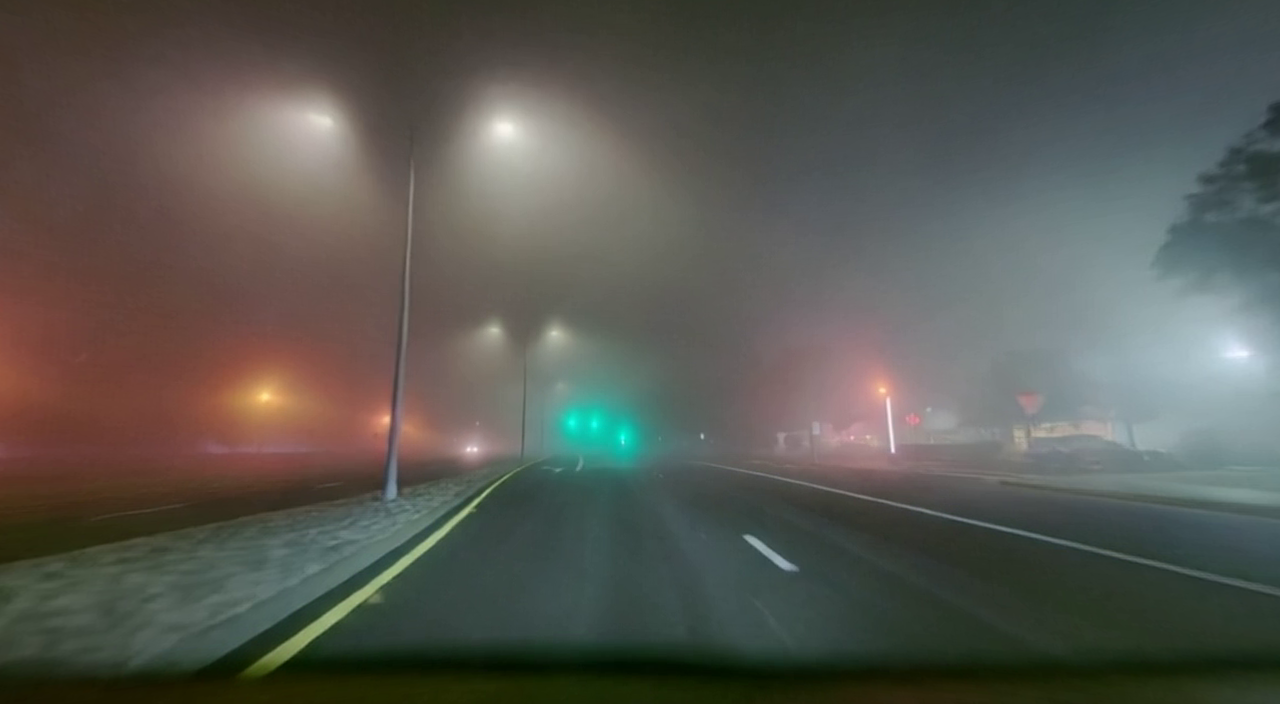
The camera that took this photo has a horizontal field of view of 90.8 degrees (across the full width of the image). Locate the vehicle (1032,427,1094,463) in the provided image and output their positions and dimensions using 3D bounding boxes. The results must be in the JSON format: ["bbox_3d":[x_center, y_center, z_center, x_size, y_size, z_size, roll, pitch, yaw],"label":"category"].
[{"bbox_3d":[22.120,4.884,33.197,1.969,1.732,4.610,-3,-9,25],"label":"vehicle"}]

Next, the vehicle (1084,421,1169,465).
[{"bbox_3d":[24.086,4.537,31.532,2.177,1.983,5.217,-3,-9,25],"label":"vehicle"}]
